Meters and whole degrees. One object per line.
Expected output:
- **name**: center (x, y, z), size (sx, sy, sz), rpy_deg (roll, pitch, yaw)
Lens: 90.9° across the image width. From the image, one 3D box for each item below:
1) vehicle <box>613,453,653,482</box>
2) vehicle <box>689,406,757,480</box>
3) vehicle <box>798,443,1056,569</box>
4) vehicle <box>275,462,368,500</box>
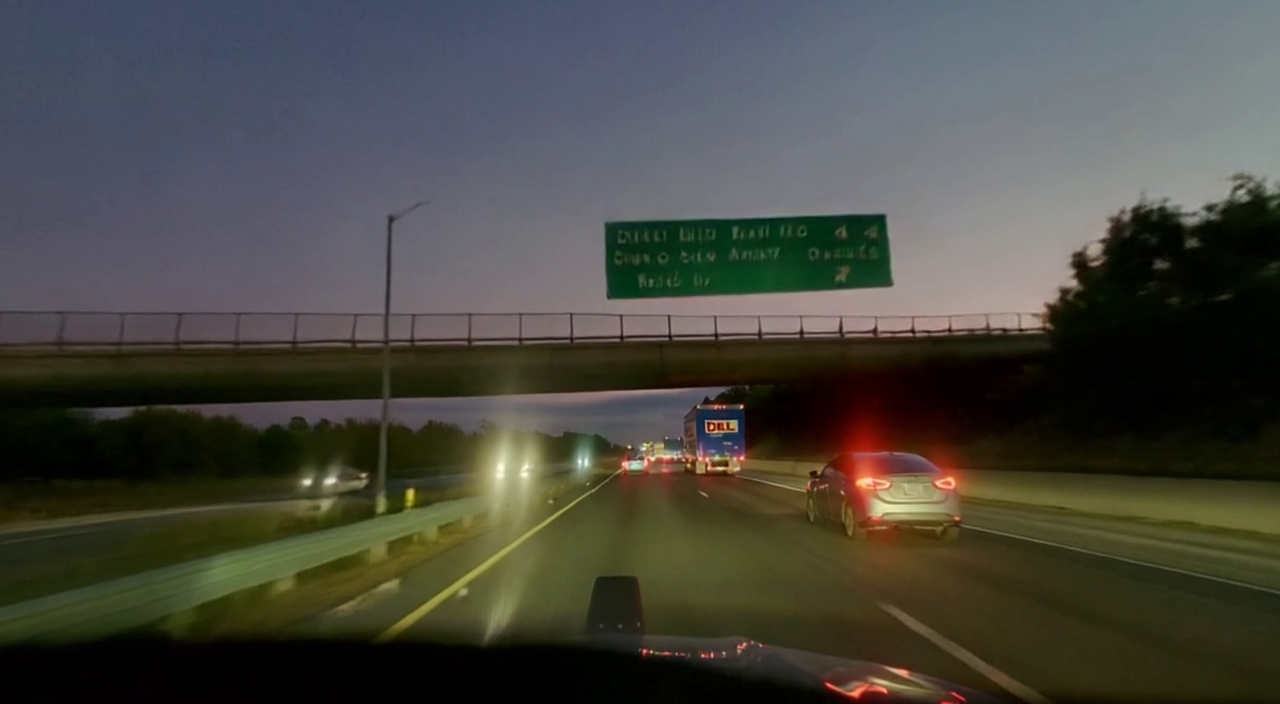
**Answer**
- **vehicle**: center (-0.385, 6.277, 34.495), size (2.055, 1.445, 3.661), rpy_deg (0, -9, -1)
- **vehicle**: center (4.784, 5.521, 38.107), size (2.838, 3.985, 8.010), rpy_deg (0, -9, -1)
- **vehicle**: center (3.920, 2.147, 9.574), size (1.894, 1.452, 4.164), rpy_deg (0, -9, -1)
- **vehicle**: center (-14.110, 5.724, 28.260), size (1.831, 1.464, 4.303), rpy_deg (-1, -9, 2)
